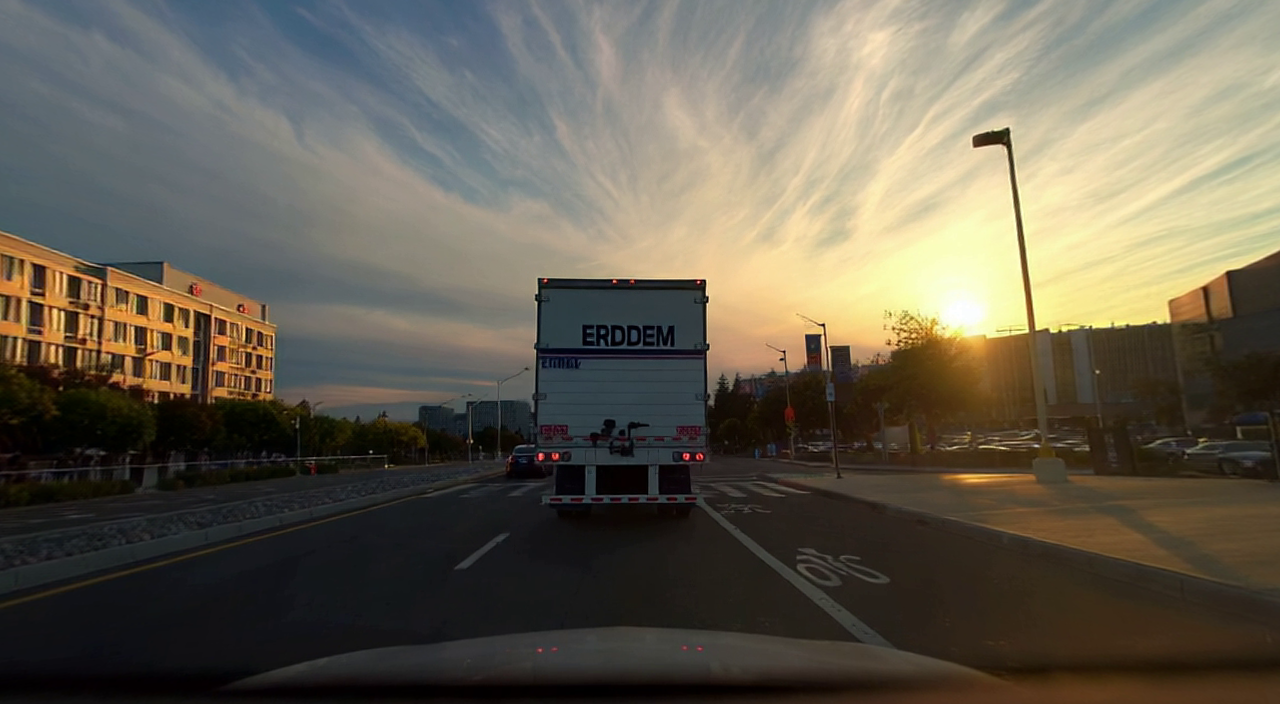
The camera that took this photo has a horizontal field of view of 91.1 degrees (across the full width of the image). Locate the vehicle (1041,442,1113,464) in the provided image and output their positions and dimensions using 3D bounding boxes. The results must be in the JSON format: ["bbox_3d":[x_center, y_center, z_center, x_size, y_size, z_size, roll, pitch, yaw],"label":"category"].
[{"bbox_3d":[31.351,7.218,45.182,1.652,1.423,3.797,5,-9,-35],"label":"vehicle"}]

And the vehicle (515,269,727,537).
[{"bbox_3d":[-0.212,1.286,13.411,2.876,3.724,9.351,0,-8,1],"label":"vehicle"}]
